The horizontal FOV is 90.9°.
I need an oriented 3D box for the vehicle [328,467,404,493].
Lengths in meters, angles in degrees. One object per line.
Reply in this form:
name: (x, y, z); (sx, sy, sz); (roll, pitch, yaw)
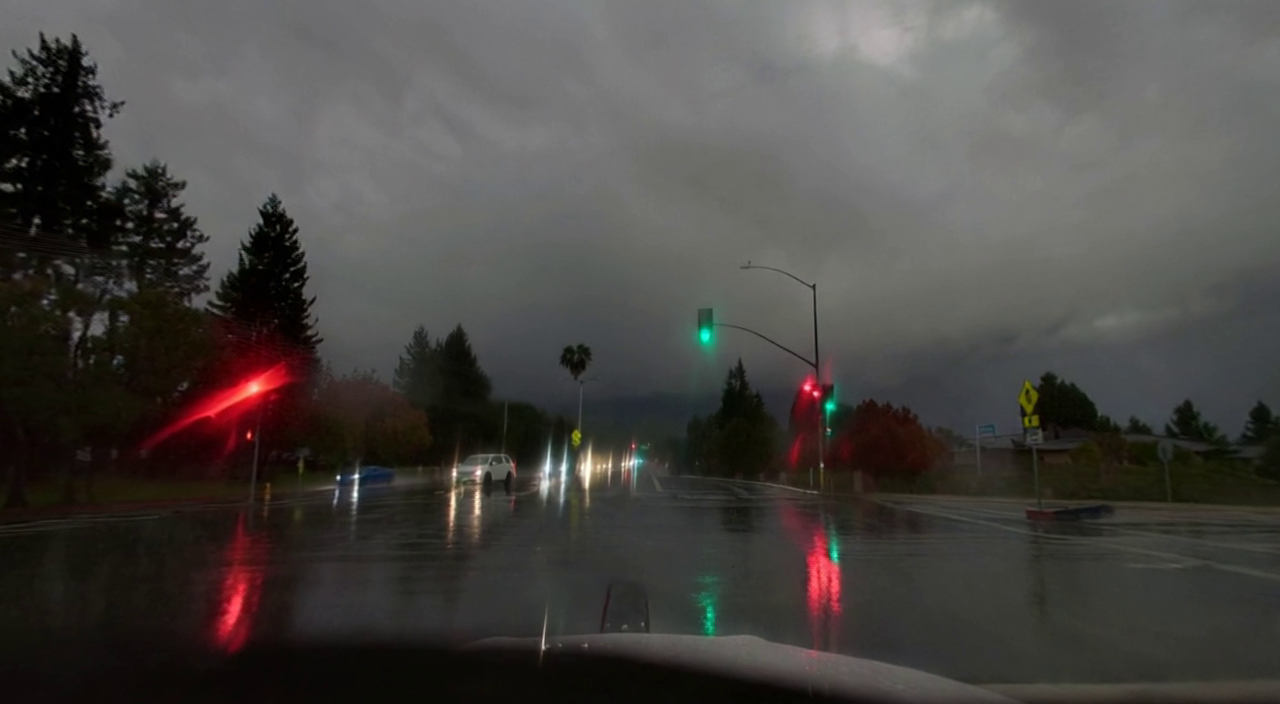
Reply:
vehicle: (-18.401, 8.603, 42.537); (2.029, 1.500, 4.491); (-4, -9, 24)

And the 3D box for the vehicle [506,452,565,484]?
vehicle: (-5.237, 5.864, 32.117); (2.107, 1.456, 4.728); (0, -8, 1)

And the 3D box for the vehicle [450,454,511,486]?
vehicle: (-8.030, 5.974, 32.087); (1.960, 1.433, 4.213); (0, -8, 1)
